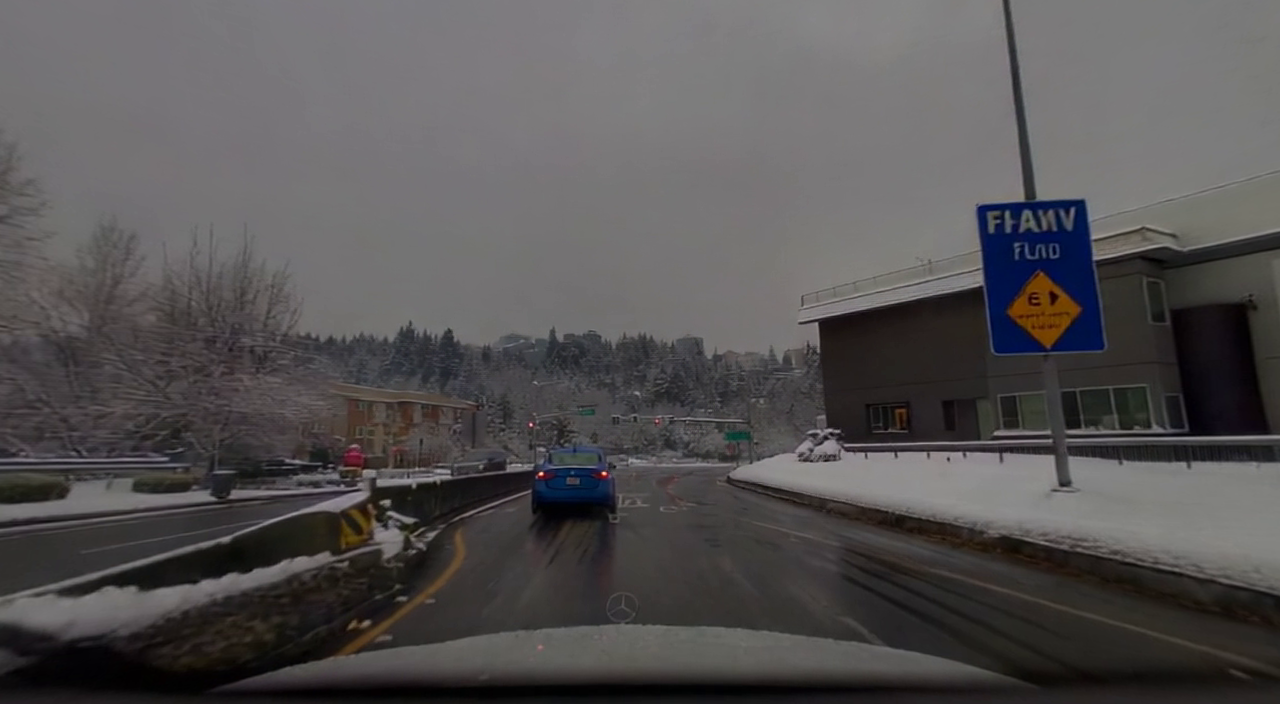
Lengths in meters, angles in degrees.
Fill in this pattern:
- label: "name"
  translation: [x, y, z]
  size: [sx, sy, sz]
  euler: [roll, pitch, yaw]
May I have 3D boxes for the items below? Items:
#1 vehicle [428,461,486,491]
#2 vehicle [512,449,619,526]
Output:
- label: "vehicle"
  translation: [-10.105, 6.872, 35.073]
  size: [1.854, 1.472, 3.728]
  euler: [-1, -9, 4]
- label: "vehicle"
  translation: [-1.660, 2.942, 14.259]
  size: [2.063, 1.442, 3.933]
  euler: [1, -9, -7]
